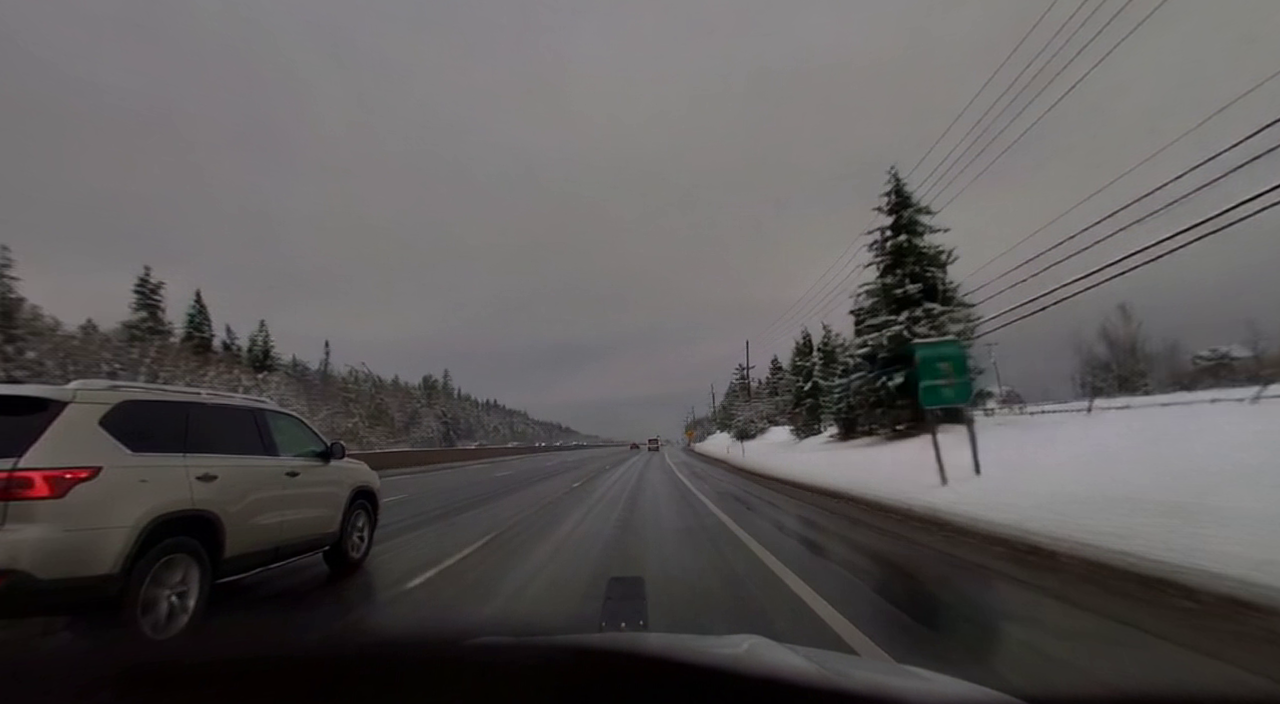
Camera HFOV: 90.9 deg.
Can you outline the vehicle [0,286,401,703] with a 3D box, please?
[{"bbox_3d":[-3.693,0.953,4.170,2.136,1.975,5.037,0,-8,1],"label":"vehicle"}]
